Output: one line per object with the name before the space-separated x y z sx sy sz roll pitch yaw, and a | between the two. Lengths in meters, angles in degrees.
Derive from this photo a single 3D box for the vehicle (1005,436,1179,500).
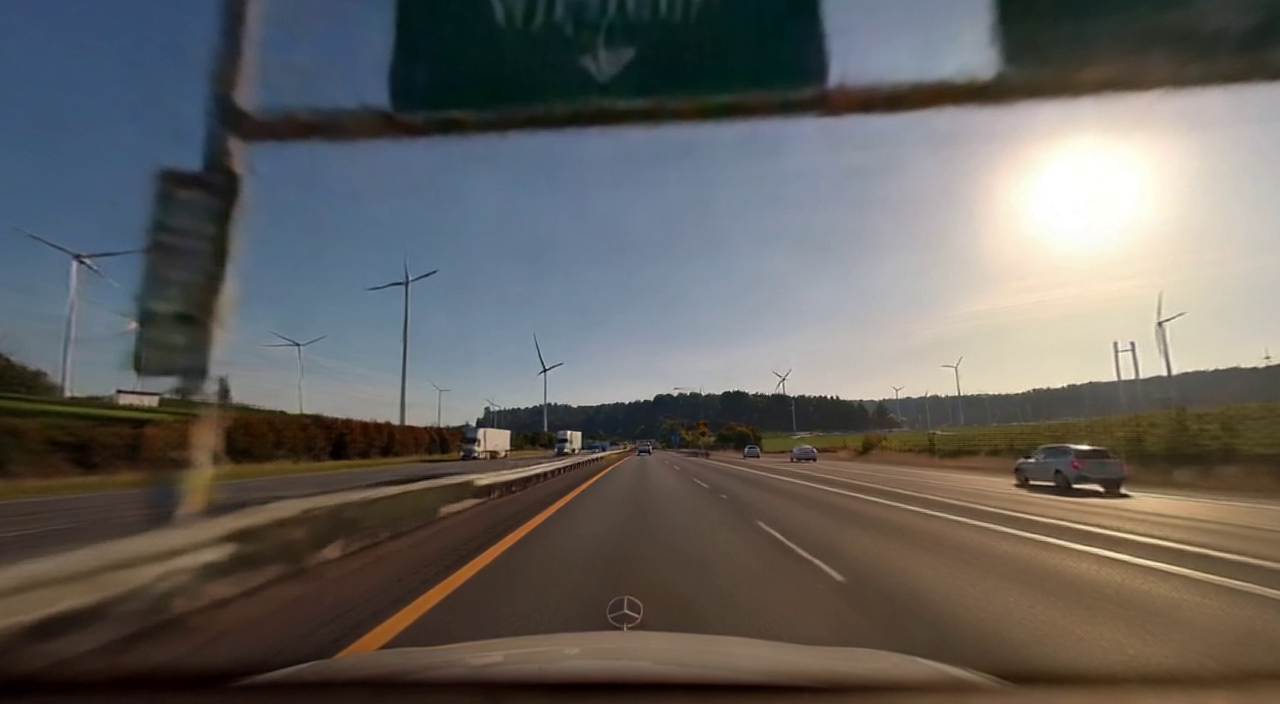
vehicle | 13.568 3.492 19.396 1.897 1.669 4.825 0 -9 2
